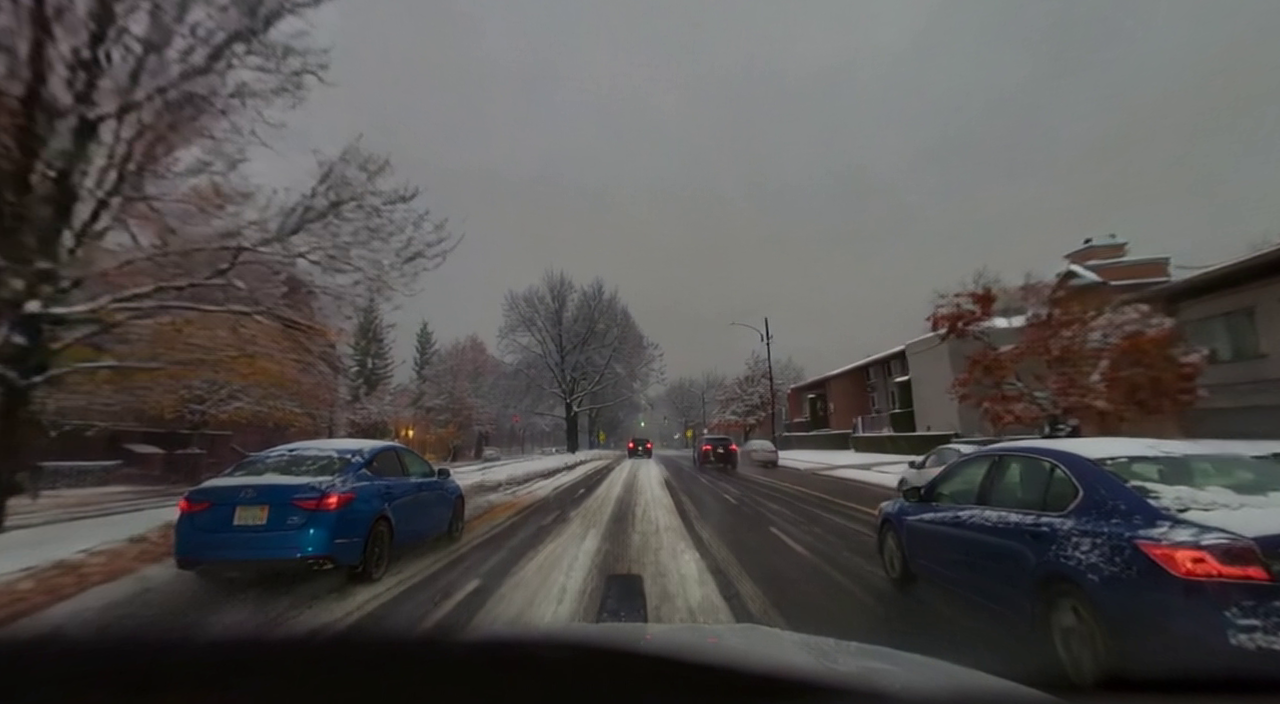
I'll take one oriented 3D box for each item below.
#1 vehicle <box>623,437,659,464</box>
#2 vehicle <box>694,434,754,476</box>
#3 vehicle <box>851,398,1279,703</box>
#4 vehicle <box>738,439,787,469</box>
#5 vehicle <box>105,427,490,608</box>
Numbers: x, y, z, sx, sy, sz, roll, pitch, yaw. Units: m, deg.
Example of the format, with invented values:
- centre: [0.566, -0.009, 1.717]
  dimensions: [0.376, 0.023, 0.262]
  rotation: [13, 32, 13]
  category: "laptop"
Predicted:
- centre: [0.068, 6.565, 41.978]
  dimensions: [2.293, 1.662, 4.262]
  rotation: [0, -8, 1]
  category: "vehicle"
- centre: [3.610, 4.543, 27.858]
  dimensions: [2.019, 1.675, 4.488]
  rotation: [0, -8, 0]
  category: "vehicle"
- centre: [3.298, 1.226, 4.463]
  dimensions: [2.060, 1.474, 4.475]
  rotation: [0, -8, 0]
  category: "vehicle"
- centre: [7.138, 5.968, 37.048]
  dimensions: [1.933, 1.647, 4.487]
  rotation: [0, -8, -1]
  category: "vehicle"
- centre: [-3.398, 1.706, 7.545]
  dimensions: [1.997, 1.479, 4.547]
  rotation: [0, -8, 1]
  category: "vehicle"
